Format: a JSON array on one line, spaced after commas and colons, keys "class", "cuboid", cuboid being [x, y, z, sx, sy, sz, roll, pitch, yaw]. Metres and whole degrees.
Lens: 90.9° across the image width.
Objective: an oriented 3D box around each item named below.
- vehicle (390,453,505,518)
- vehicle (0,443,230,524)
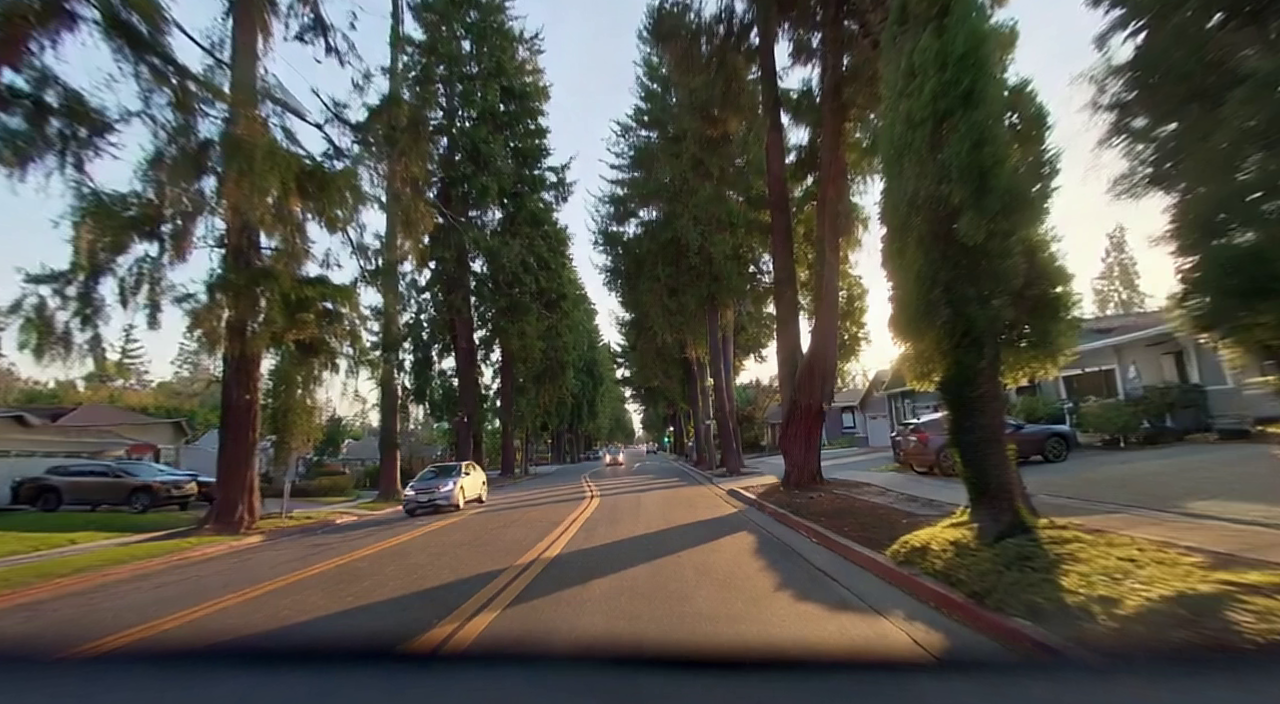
[{"class": "vehicle", "cuboid": [-5.616, 3.908, 18.999, 1.956, 1.452, 4.426, -5, -8, 1]}, {"class": "vehicle", "cuboid": [-16.775, 4.021, 19.782, 5.969, 2.158, 2.643, 0, -6, 2]}]
